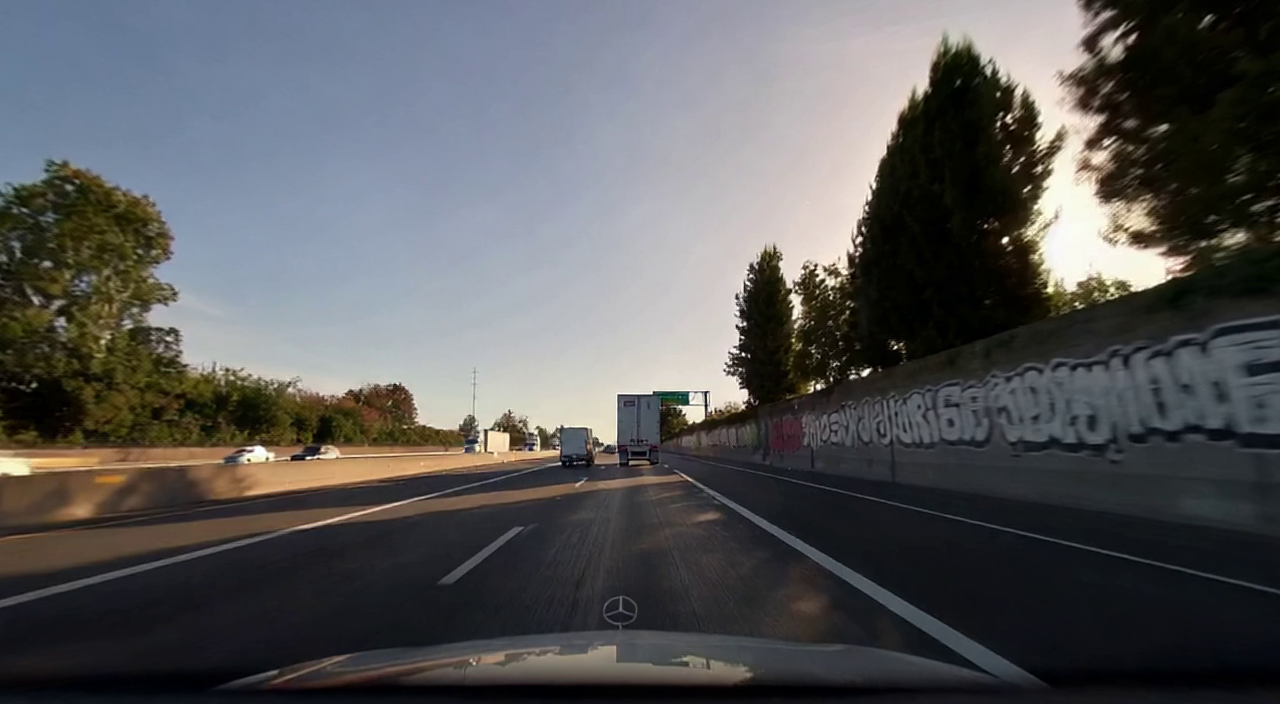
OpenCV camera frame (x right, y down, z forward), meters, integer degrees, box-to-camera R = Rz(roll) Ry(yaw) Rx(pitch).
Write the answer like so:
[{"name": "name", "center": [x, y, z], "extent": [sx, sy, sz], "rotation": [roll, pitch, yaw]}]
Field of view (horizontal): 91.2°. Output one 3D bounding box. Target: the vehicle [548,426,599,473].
[{"name": "vehicle", "center": [-3.592, 5.418, 34.878], "extent": [2.278, 2.369, 5.249], "rotation": [0, -9, 0]}]

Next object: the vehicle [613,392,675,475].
[{"name": "vehicle", "center": [0.114, 4.852, 36.409], "extent": [3.042, 4.023, 10.832], "rotation": [0, -9, -1]}]
